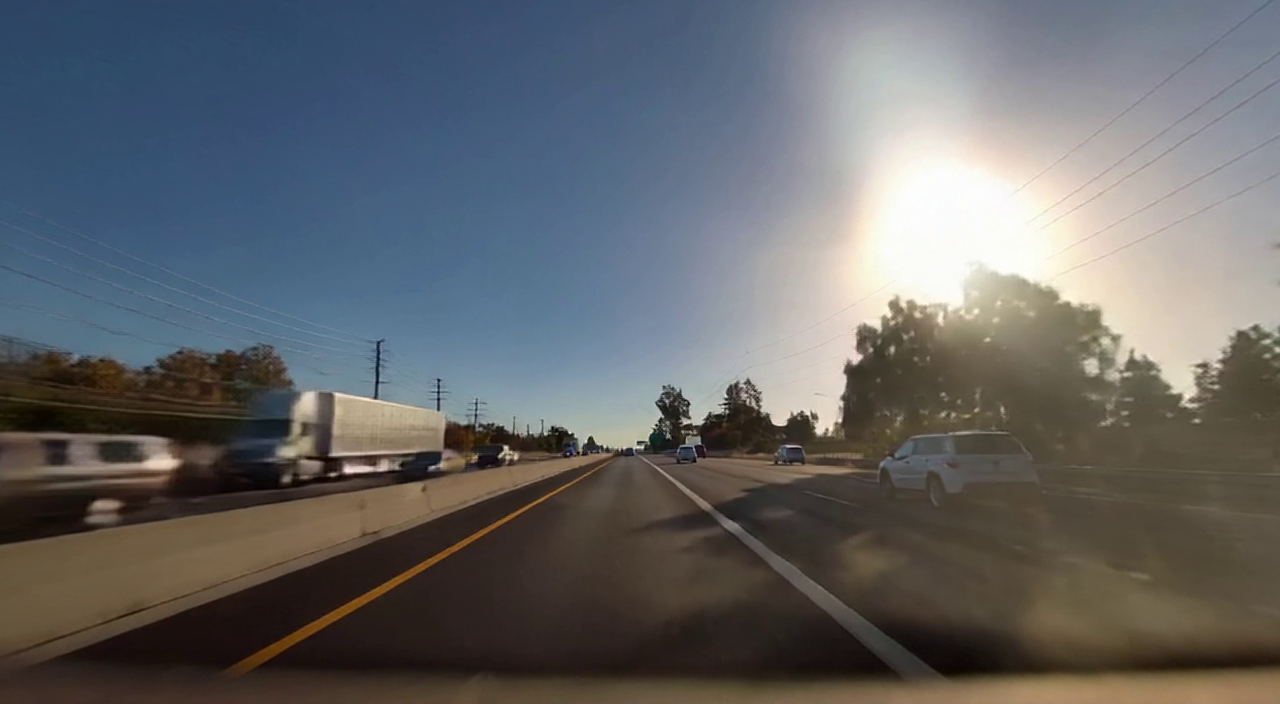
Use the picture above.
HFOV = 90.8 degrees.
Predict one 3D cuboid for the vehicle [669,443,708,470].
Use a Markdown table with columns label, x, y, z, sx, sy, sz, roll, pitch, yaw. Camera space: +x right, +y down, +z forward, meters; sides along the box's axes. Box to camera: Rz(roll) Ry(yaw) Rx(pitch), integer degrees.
| label | x | y | z | sx | sy | sz | roll | pitch | yaw |
| --- | --- | --- | --- | --- | --- | --- | --- | --- | --- |
| vehicle | 3.022 | 6.618 | 40.292 | 2.018 | 1.600 | 4.121 | 0 | -9 | -2 |

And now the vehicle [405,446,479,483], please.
| label | x | y | z | sx | sy | sz | roll | pitch | yaw |
| --- | --- | --- | --- | --- | --- | --- | --- | --- | --- |
| vehicle | -8.051 | 4.582 | 26.016 | 1.873 | 1.404 | 3.564 | 0 | -9 | 1 |

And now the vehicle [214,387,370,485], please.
| label | x | y | z | sx | sy | sz | roll | pitch | yaw |
| --- | --- | --- | --- | --- | --- | --- | --- | --- | --- |
| vehicle | -15.408 | 3.852 | 28.760 | 3.225 | 3.908 | 6.550 | 0 | -9 | 0 |

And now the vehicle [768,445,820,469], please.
| label | x | y | z | sx | sy | sz | roll | pitch | yaw |
| --- | --- | --- | --- | --- | --- | --- | --- | --- | --- |
| vehicle | 10.170 | 6.950 | 42.030 | 1.987 | 1.502 | 5.130 | 0 | -9 | -2 |

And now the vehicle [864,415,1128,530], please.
| label | x | y | z | sx | sy | sz | roll | pitch | yaw |
| --- | --- | --- | --- | --- | --- | --- | --- | --- | --- |
| vehicle | 6.810 | 2.375 | 13.110 | 2.244 | 1.858 | 5.414 | 0 | -9 | -1 |
